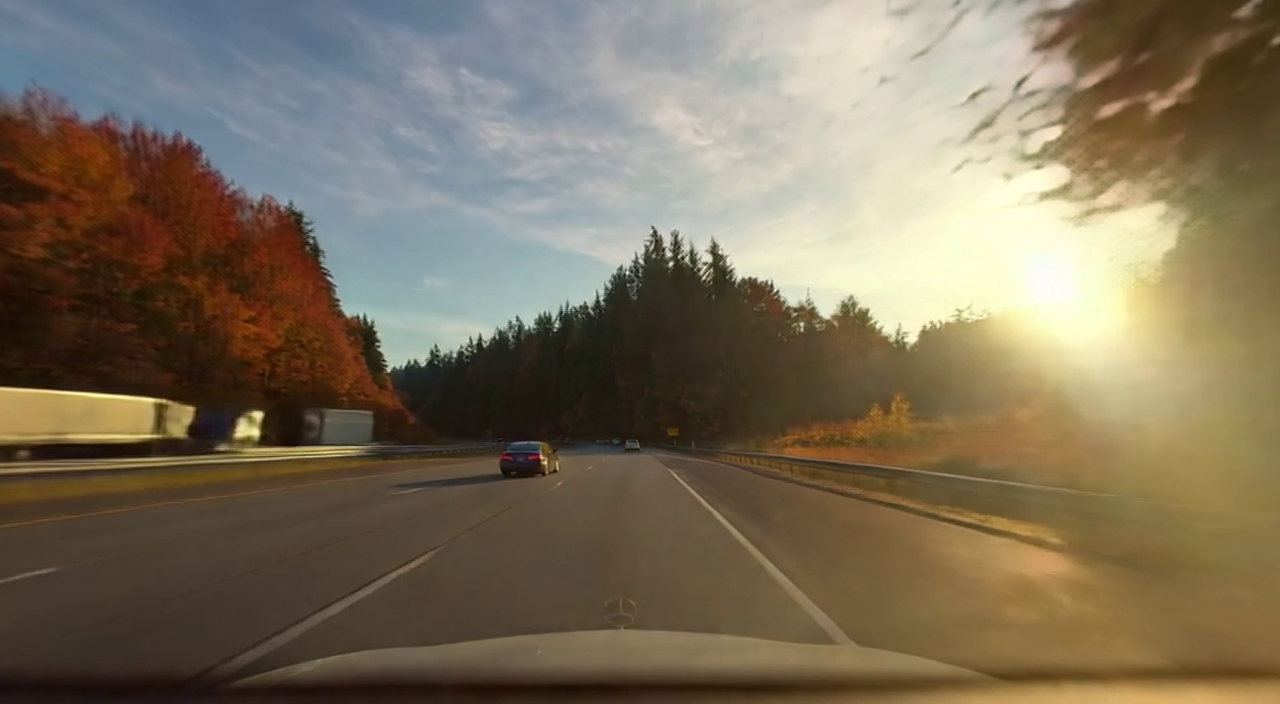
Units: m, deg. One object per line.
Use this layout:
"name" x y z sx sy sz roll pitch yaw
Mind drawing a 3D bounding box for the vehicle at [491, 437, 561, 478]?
"vehicle" -4.564 4.264 25.801 2.004 1.497 4.260 0 -8 1

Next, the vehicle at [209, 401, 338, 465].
"vehicle" -25.390 5.742 44.439 3.011 3.956 10.117 0 -8 0

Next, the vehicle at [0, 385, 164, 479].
"vehicle" -29.127 3.740 29.357 2.892 4.037 14.067 0 -8 0
